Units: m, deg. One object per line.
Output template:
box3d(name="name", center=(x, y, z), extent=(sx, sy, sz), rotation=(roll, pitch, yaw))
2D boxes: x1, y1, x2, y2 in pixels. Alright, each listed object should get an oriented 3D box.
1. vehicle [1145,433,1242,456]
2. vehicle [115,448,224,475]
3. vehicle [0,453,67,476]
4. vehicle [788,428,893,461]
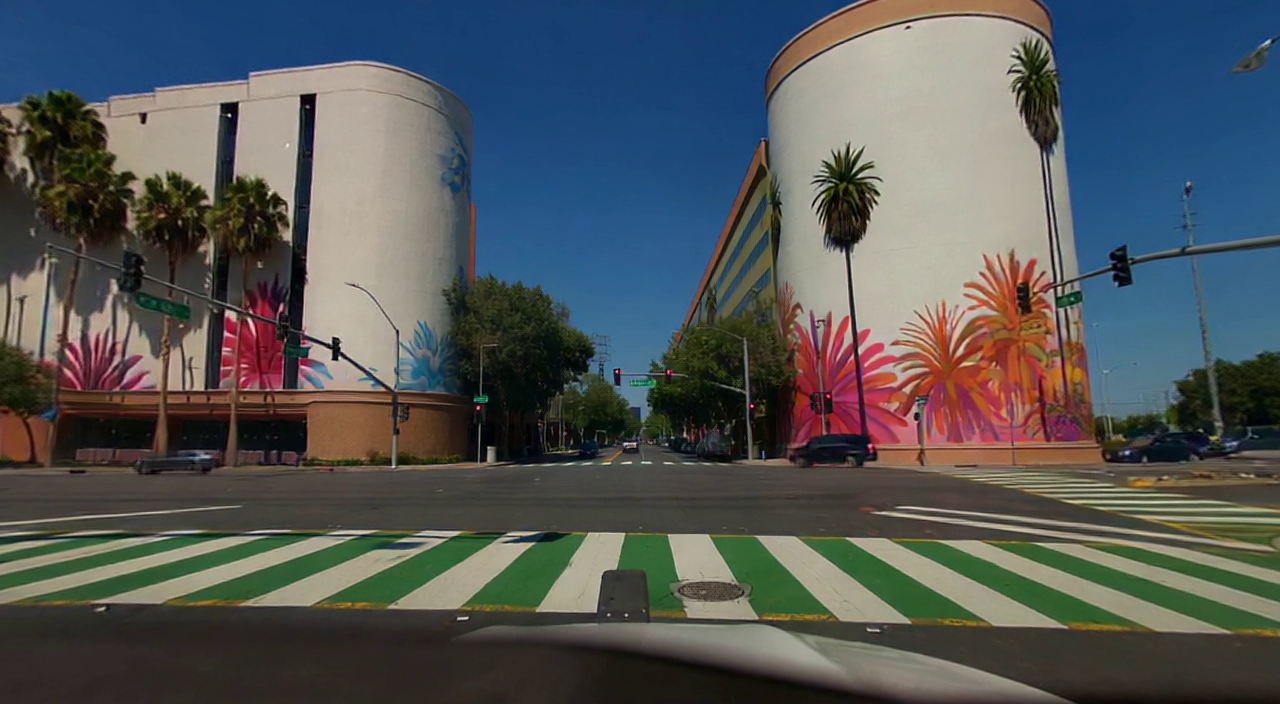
box3d(name="vehicle", center=(36.161, 6.033, 41.242), extent=(4.606, 1.449, 1.687), rotation=(0, -8, 2))
box3d(name="vehicle", center=(-27.500, 6.399, 36.944), extent=(4.893, 1.458, 1.791), rotation=(0, -8, -2))
box3d(name="vehicle", center=(-41.619, 7.613, 42.782), extent=(3.698, 1.508, 1.779), rotation=(0, -8, 1))
box3d(name="vehicle", center=(11.720, 5.474, 37.171), extent=(5.477, 1.880, 2.125), rotation=(0, -8, 1))
